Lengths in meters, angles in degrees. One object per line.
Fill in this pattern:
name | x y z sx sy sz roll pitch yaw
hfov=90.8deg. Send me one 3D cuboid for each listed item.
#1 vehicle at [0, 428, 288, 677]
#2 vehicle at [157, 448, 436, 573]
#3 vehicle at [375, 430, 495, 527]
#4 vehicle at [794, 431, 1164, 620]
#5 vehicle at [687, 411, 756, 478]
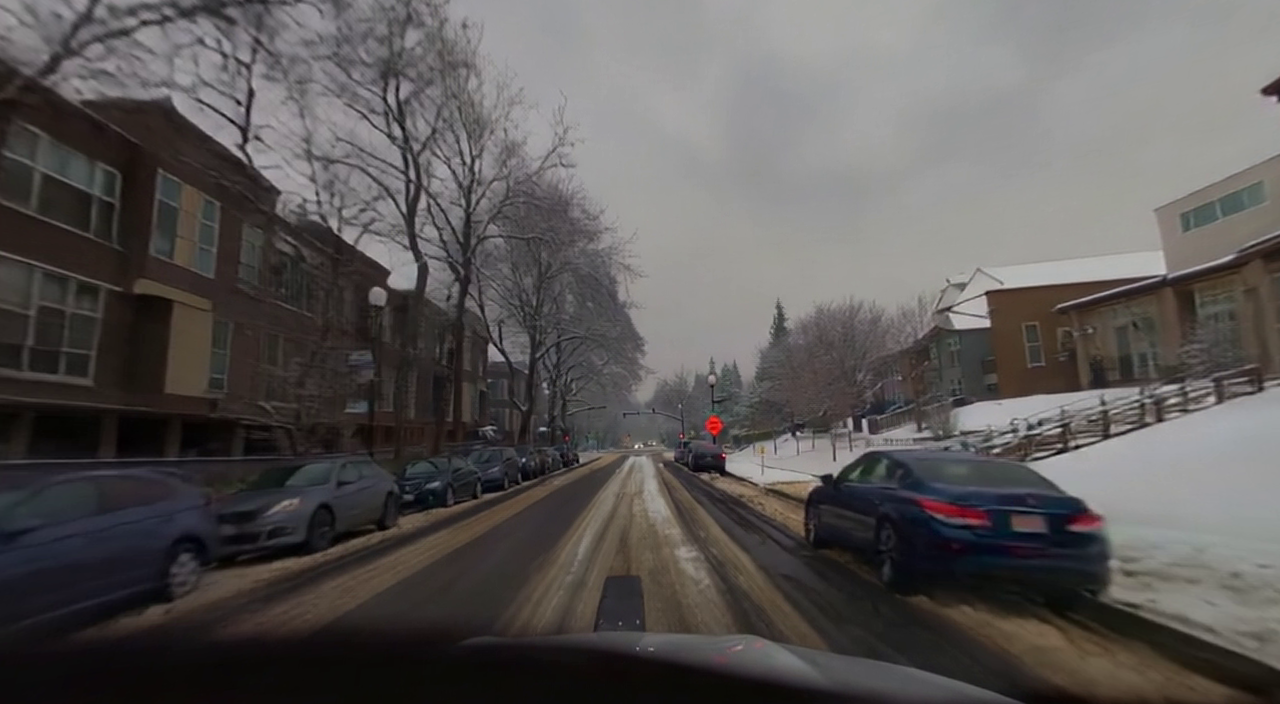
vehicle | -5.033 1.493 5.405 1.782 1.585 3.962 0 -8 -1
vehicle | -5.063 2.352 10.342 1.890 1.457 4.856 0 -8 -1
vehicle | -5.183 3.155 16.625 1.824 1.664 4.344 -2 0 -2
vehicle | 3.257 1.707 7.228 1.835 1.490 4.134 0 -8 -1
vehicle | 3.890 4.286 29.872 1.961 2.656 3.047 -2 -1 35
